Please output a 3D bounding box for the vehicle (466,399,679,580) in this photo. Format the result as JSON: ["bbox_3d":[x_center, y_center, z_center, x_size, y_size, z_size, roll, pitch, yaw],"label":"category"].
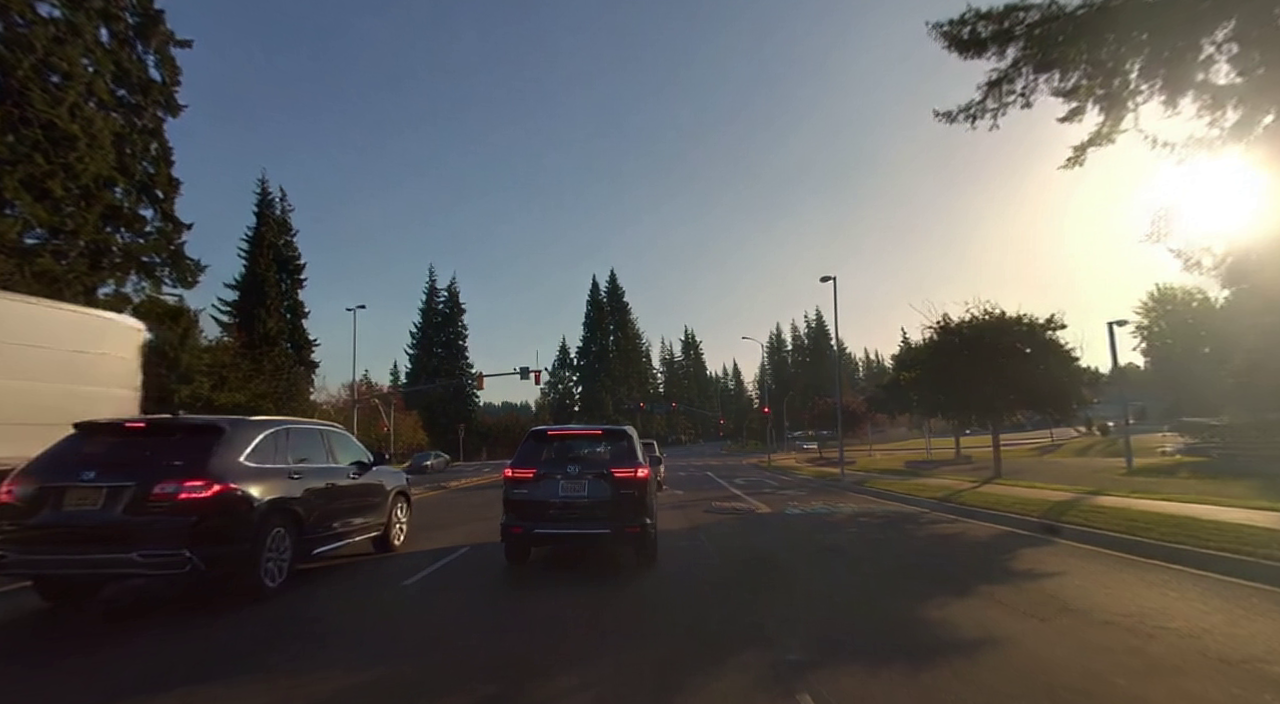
[{"bbox_3d":[-0.583,1.740,8.883,2.131,1.793,5.016,0,-8,2],"label":"vehicle"}]

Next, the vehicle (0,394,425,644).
[{"bbox_3d":[-4.073,1.458,6.580,2.009,1.673,4.454,0,-8,1],"label":"vehicle"}]
